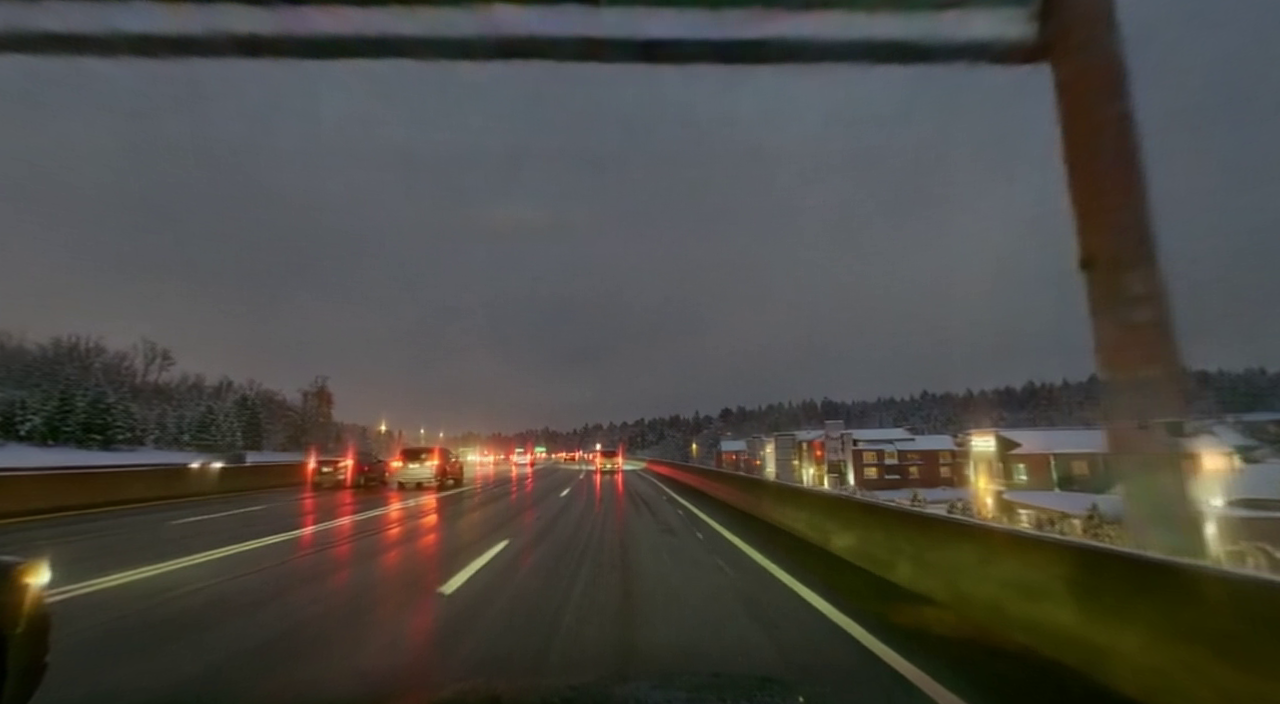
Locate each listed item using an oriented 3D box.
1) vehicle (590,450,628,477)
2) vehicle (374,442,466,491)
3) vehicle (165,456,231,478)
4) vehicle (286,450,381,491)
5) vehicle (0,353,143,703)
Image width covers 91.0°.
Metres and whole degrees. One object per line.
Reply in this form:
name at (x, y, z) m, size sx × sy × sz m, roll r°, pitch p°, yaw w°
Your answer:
vehicle at (-1.835, 6.587, 37.446) m, size 2.110 × 1.501 × 4.319 m, roll 0°, pitch -9°, yaw -3°
vehicle at (-8.363, 4.389, 24.412) m, size 2.065 × 1.689 × 4.399 m, roll 0°, pitch -9°, yaw -2°
vehicle at (-33.415, 8.725, 47.776) m, size 1.962 × 1.510 × 4.431 m, roll 0°, pitch -9°, yaw -3°
vehicle at (-12.254, 4.735, 25.486) m, size 1.936 × 1.501 × 3.900 m, roll 0°, pitch -9°, yaw -2°
vehicle at (-3.574, 0.616, 0.851) m, size 2.036 × 1.717 × 4.592 m, roll 0°, pitch -9°, yaw 0°
